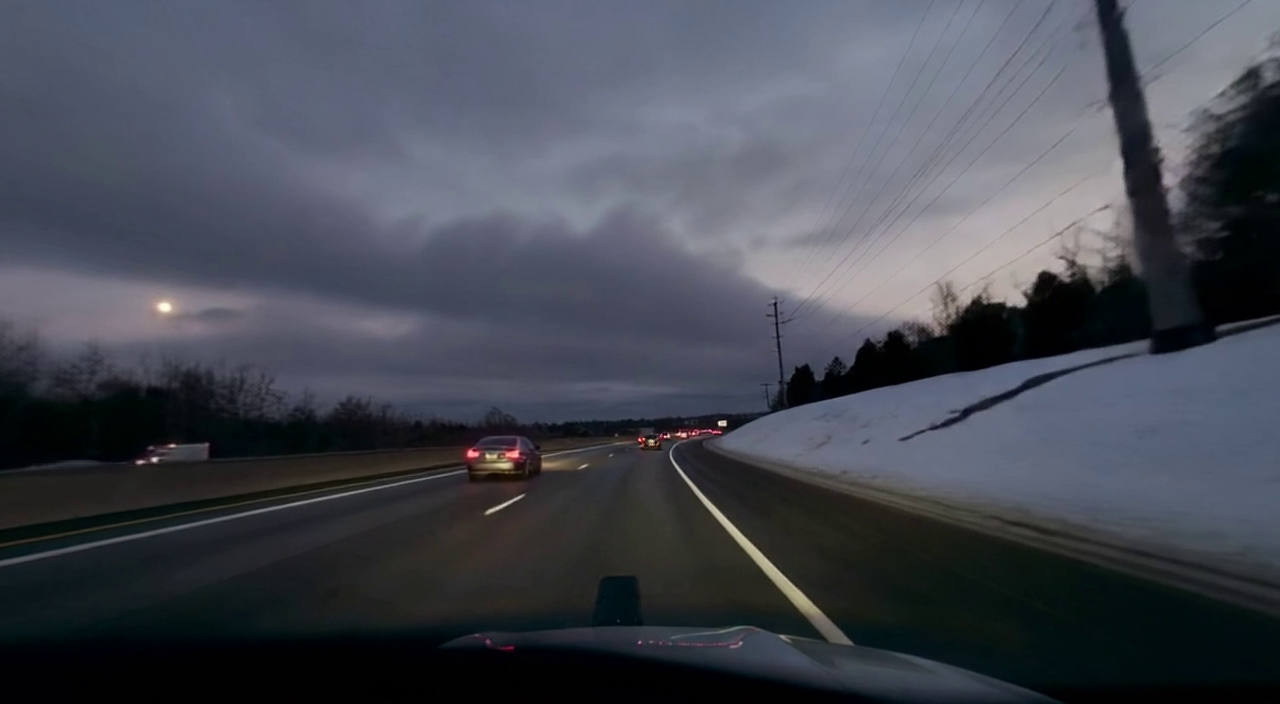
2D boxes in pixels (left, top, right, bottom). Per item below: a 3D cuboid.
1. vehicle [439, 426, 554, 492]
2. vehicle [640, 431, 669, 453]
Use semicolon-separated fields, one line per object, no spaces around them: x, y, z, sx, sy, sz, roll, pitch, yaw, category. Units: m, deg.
-3.638;2.767;16.816;2.030;1.522;4.250;0;-8;1;vehicle
1.106;6.783;47.507;2.077;1.523;4.206;0;-8;3;vehicle
